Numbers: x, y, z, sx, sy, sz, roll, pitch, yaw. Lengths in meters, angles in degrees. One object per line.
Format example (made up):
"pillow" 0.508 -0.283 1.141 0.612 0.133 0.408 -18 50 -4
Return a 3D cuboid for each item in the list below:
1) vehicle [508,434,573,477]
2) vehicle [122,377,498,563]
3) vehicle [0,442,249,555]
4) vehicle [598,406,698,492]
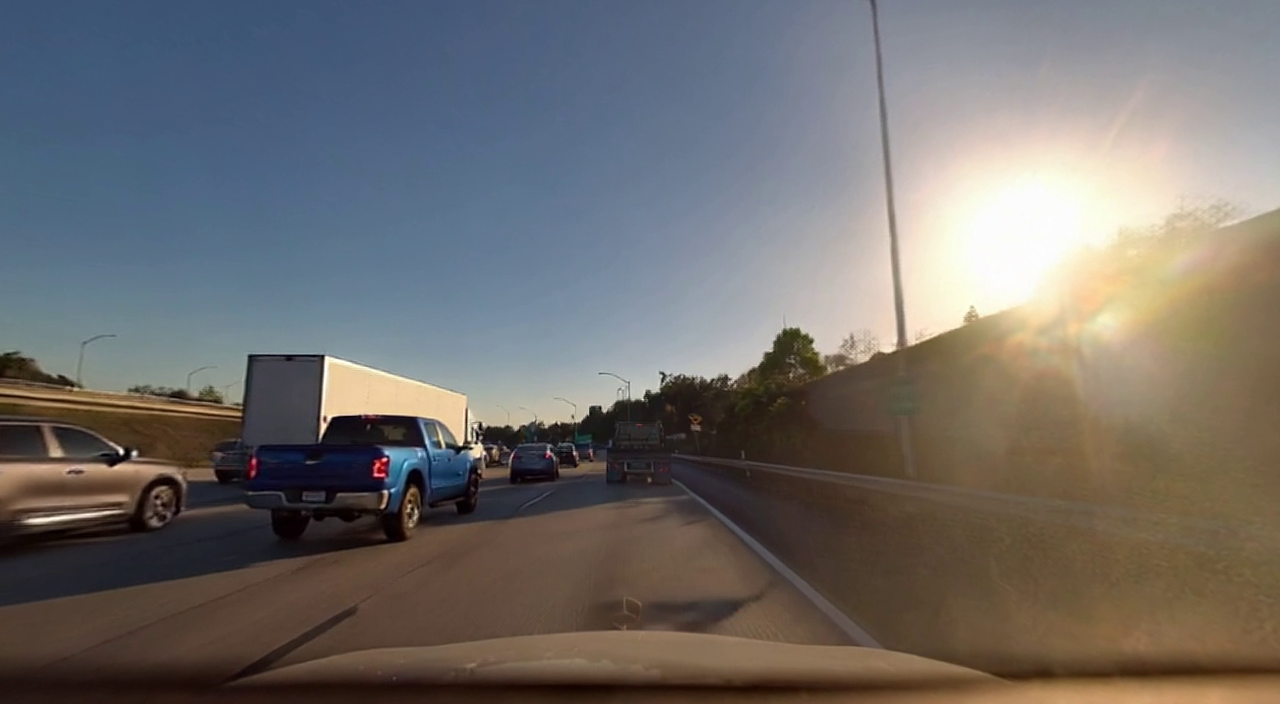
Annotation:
"vehicle" -4.664 4.961 30.486 2.329 1.859 4.823 0 -9 0
"vehicle" -4.148 1.683 9.626 2.575 1.958 5.730 0 -9 1
"vehicle" -8.568 2.177 10.138 1.893 1.409 4.154 0 -9 1
"vehicle" 0.129 3.398 22.283 2.886 2.471 7.692 0 -9 -1
